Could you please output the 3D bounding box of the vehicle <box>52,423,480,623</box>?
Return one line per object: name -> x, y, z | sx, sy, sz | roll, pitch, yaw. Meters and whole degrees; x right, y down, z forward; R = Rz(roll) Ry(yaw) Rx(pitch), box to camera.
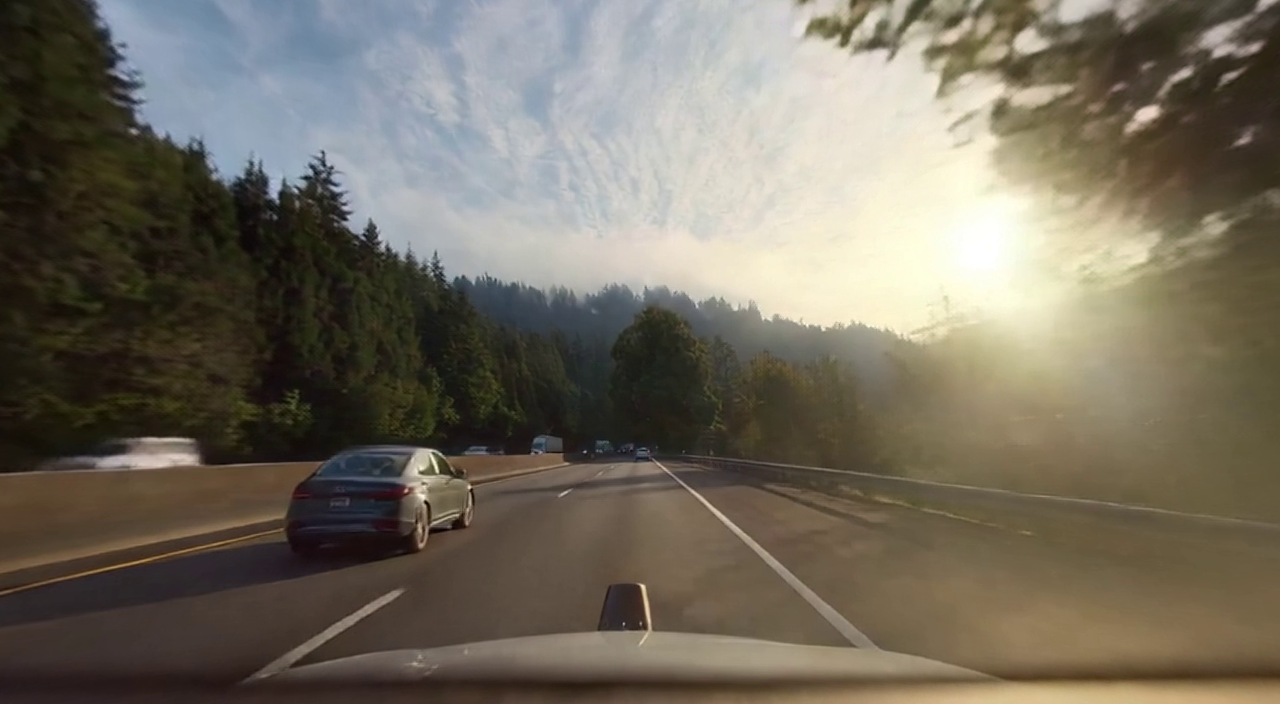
vehicle -> -3.441, 1.668, 7.160 | 1.969, 1.505, 4.636 | 0, -9, 1
